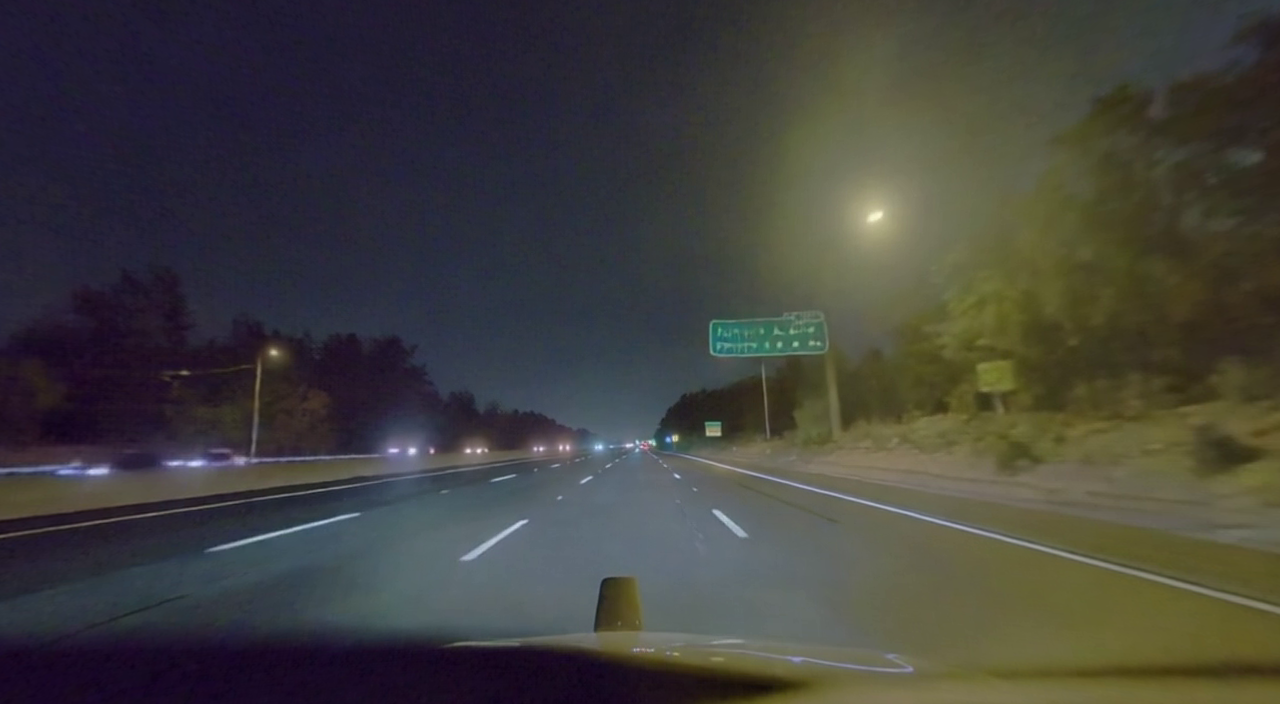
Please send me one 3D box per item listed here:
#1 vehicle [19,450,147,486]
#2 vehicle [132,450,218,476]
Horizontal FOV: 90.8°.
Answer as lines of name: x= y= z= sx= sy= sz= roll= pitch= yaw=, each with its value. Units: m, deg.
vehicle: x=-25.002 y=5.177 z=28.564 sx=1.798 sy=1.457 sz=4.291 roll=0 pitch=-8 yaw=1
vehicle: x=-28.909 y=6.883 z=39.469 sx=1.940 sy=1.463 sz=4.480 roll=0 pitch=-8 yaw=0
